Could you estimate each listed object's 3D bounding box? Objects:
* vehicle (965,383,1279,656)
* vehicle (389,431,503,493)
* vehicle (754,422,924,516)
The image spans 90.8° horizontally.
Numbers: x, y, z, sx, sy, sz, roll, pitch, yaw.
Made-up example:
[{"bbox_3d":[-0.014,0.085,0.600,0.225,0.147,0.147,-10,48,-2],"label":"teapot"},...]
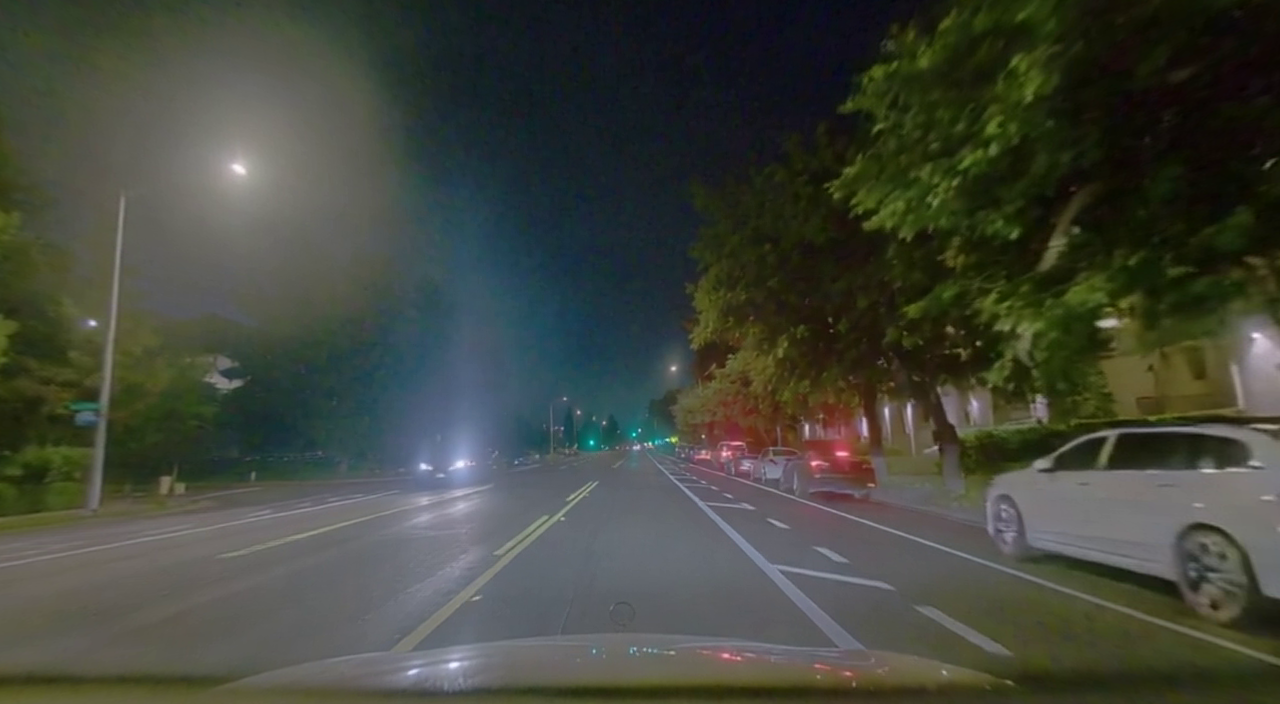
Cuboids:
[{"bbox_3d":[5.143,1.295,5.487,2.039,1.752,4.686,0,-9,-1],"label":"vehicle"},{"bbox_3d":[-6.687,3.877,22.681,2.105,1.919,6.049,0,-8,0],"label":"vehicle"},{"bbox_3d":[4.130,2.511,14.047,2.272,1.744,4.324,0,-9,-1],"label":"vehicle"}]
